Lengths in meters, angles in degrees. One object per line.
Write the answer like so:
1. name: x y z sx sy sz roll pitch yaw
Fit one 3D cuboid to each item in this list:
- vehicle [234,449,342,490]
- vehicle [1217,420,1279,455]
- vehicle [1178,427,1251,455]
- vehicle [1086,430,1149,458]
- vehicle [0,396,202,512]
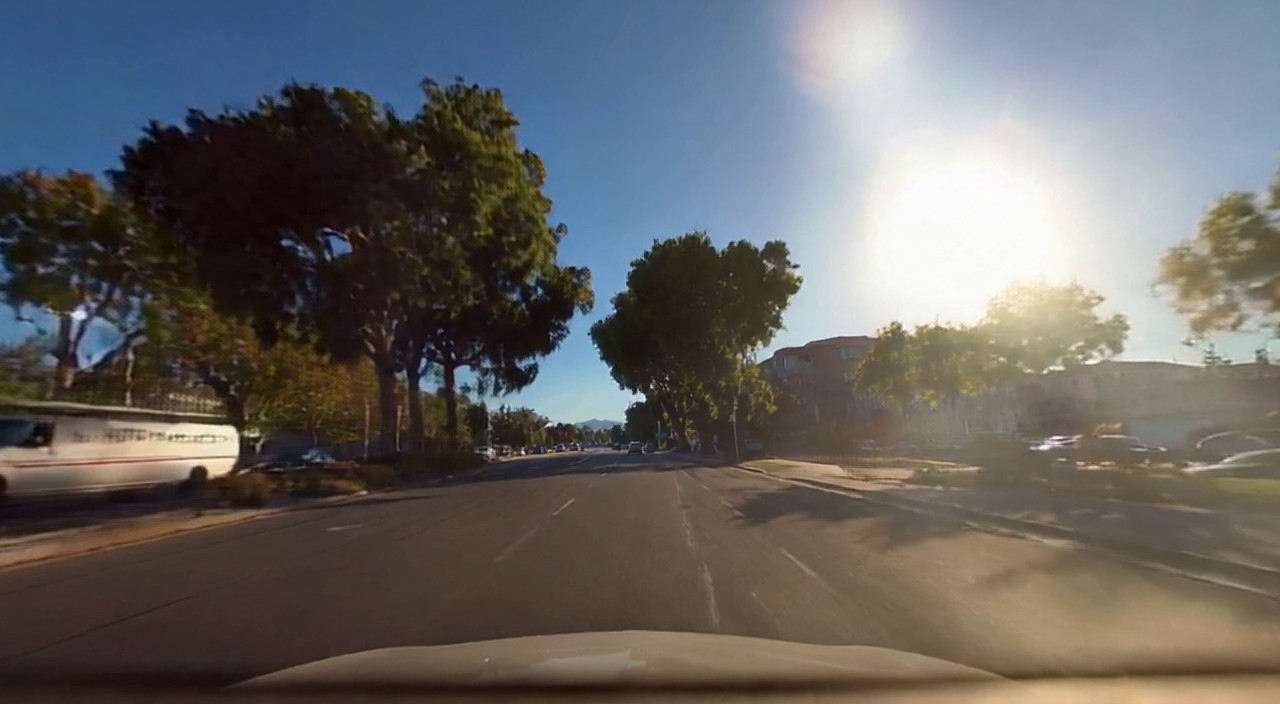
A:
1. vehicle: -14.204 4.735 25.791 1.830 1.474 4.623 0 -8 -1
2. vehicle: 35.445 4.893 36.064 2.129 1.846 4.542 -4 -9 24
3. vehicle: 32.544 5.094 35.815 1.826 1.478 4.336 -4 -9 26
4. vehicle: 26.885 5.210 35.614 2.002 1.460 4.533 -5 -9 27
5. vehicle: -20.996 3.568 22.312 3.141 3.464 11.209 0 -8 -1
